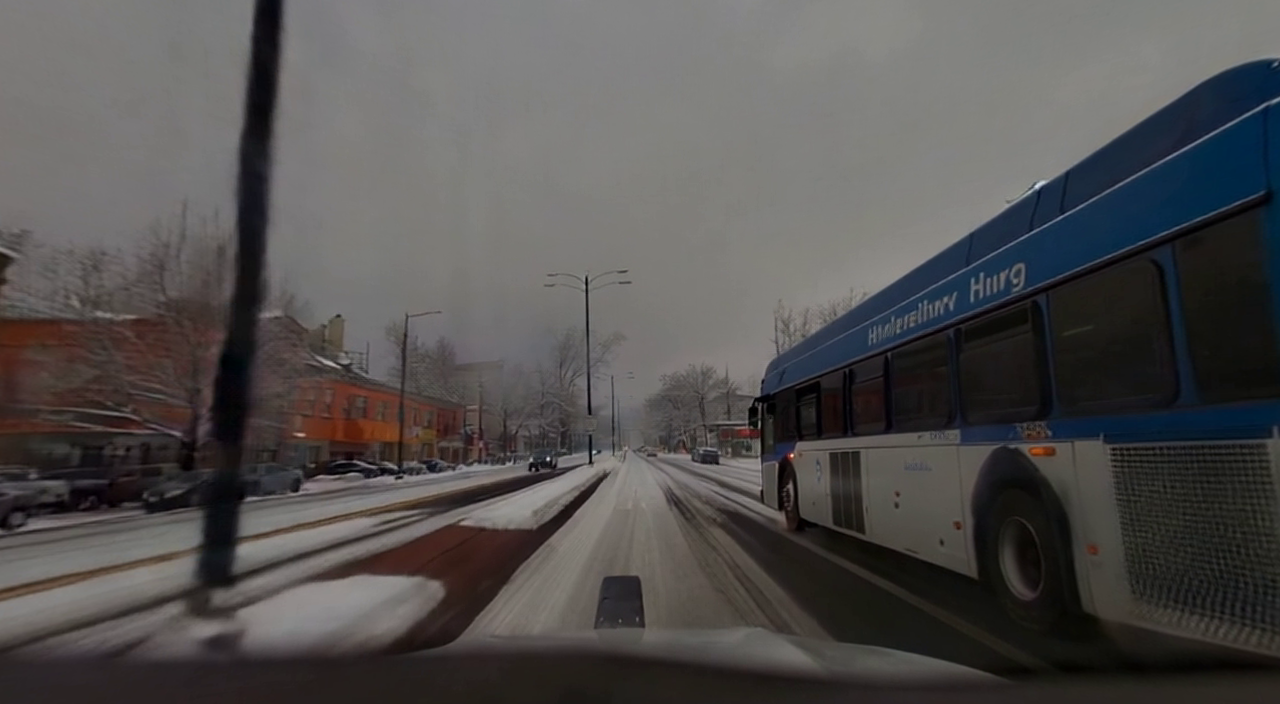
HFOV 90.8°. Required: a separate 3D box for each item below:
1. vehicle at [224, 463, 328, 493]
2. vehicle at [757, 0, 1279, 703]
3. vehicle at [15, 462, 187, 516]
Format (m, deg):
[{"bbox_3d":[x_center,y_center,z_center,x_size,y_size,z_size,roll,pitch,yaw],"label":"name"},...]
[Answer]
[{"bbox_3d":[-19.549,6.760,34.057,4.409,1.508,1.803,0,-9,-3],"label":"vehicle"},{"bbox_3d":[4.043,0.579,5.918,3.194,3.345,12.428,0,-8,-2],"label":"vehicle"},{"bbox_3d":[-19.285,4.883,22.784,4.325,1.777,1.948,0,-9,-1],"label":"vehicle"}]
